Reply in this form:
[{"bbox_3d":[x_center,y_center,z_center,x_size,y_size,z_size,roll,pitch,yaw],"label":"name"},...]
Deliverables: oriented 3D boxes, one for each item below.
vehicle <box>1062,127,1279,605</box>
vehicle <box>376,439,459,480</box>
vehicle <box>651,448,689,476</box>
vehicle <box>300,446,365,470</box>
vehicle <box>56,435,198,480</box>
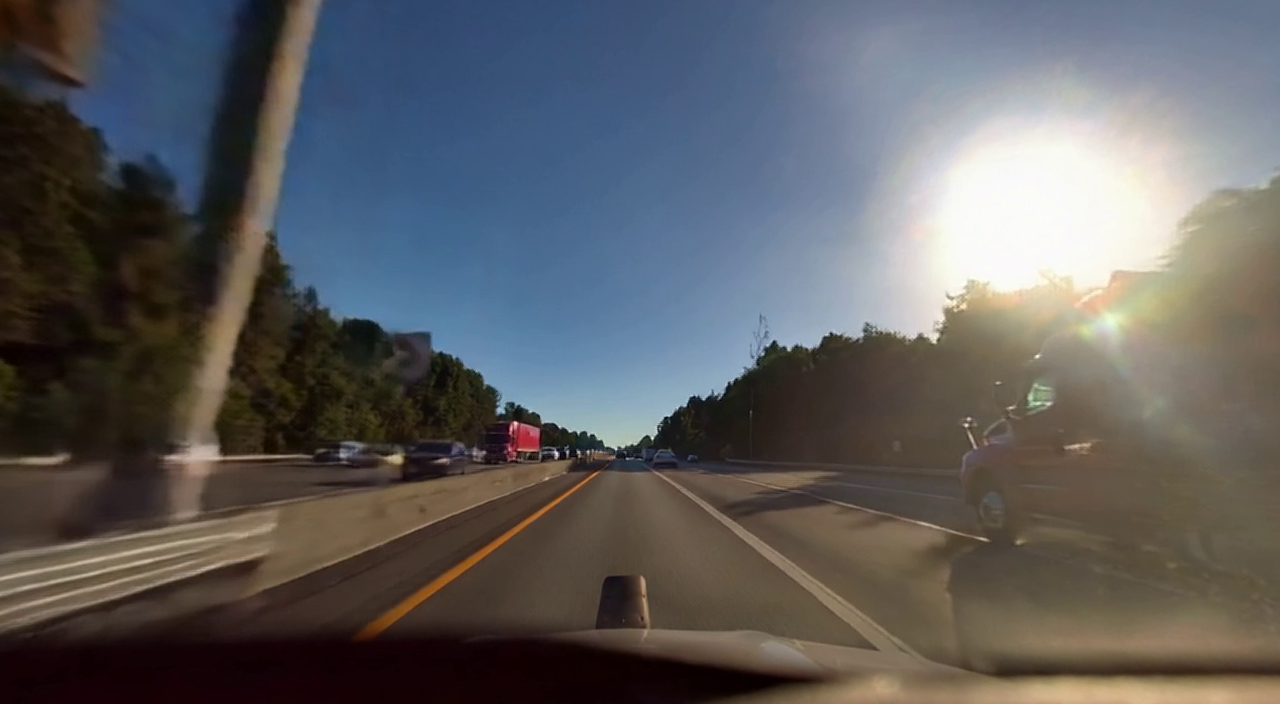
[{"bbox_3d":[6.789,-0.577,0.904,2.890,4.006,14.039,0,-9,1],"label":"vehicle"},{"bbox_3d":[-8.736,4.256,25.139,1.789,1.478,4.146,0,-9,0],"label":"vehicle"},{"bbox_3d":[1.745,6.598,38.071,2.111,1.599,3.859,0,-9,0],"label":"vehicle"},{"bbox_3d":[-19.872,6.865,40.922,1.964,1.478,4.587,0,-9,-1],"label":"vehicle"},{"bbox_3d":[-19.302,3.995,24.027,1.830,1.564,4.271,0,-9,-1],"label":"vehicle"}]
